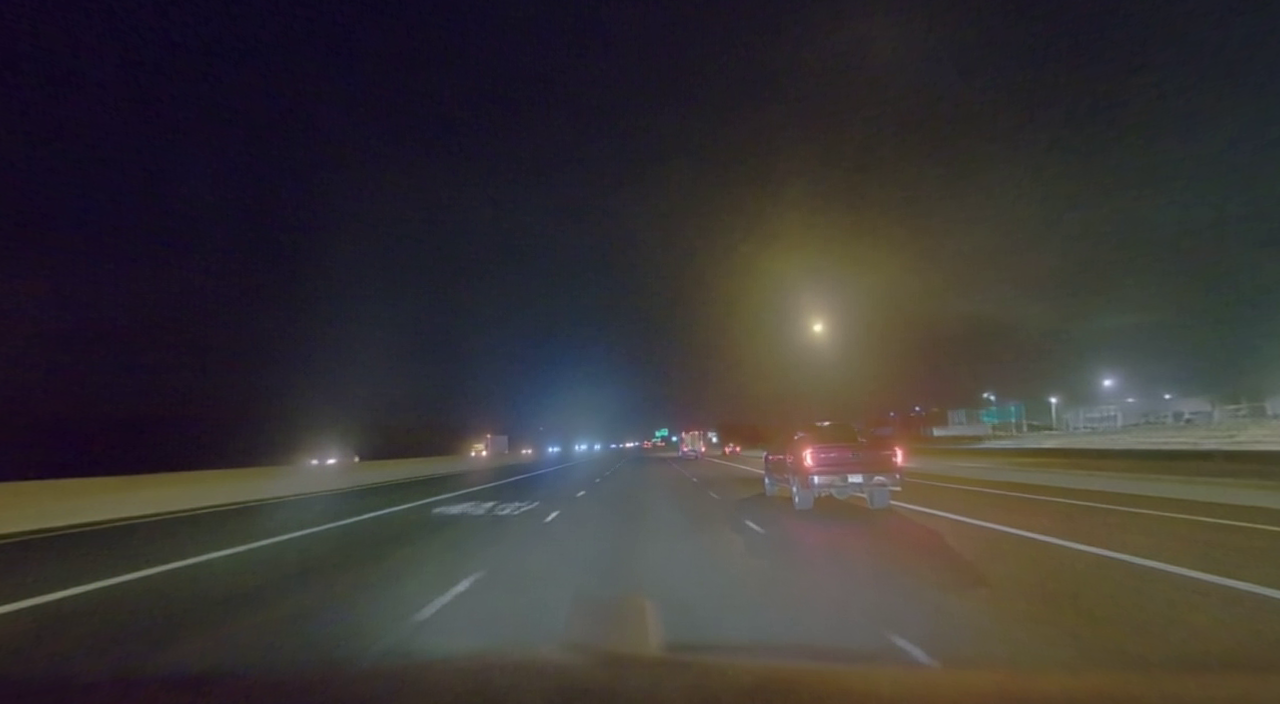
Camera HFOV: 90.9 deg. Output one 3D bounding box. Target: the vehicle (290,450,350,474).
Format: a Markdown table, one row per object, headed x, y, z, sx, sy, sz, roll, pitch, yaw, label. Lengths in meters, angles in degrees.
| x | y | z | sx | sy | sz | roll | pitch | yaw | label |
| --- | --- | --- | --- | --- | --- | --- | --- | --- | --- |
| -24.273 | 8.314 | 48.012 | 1.960 | 1.684 | 4.780 | 0 | -8 | 1 | vehicle |
